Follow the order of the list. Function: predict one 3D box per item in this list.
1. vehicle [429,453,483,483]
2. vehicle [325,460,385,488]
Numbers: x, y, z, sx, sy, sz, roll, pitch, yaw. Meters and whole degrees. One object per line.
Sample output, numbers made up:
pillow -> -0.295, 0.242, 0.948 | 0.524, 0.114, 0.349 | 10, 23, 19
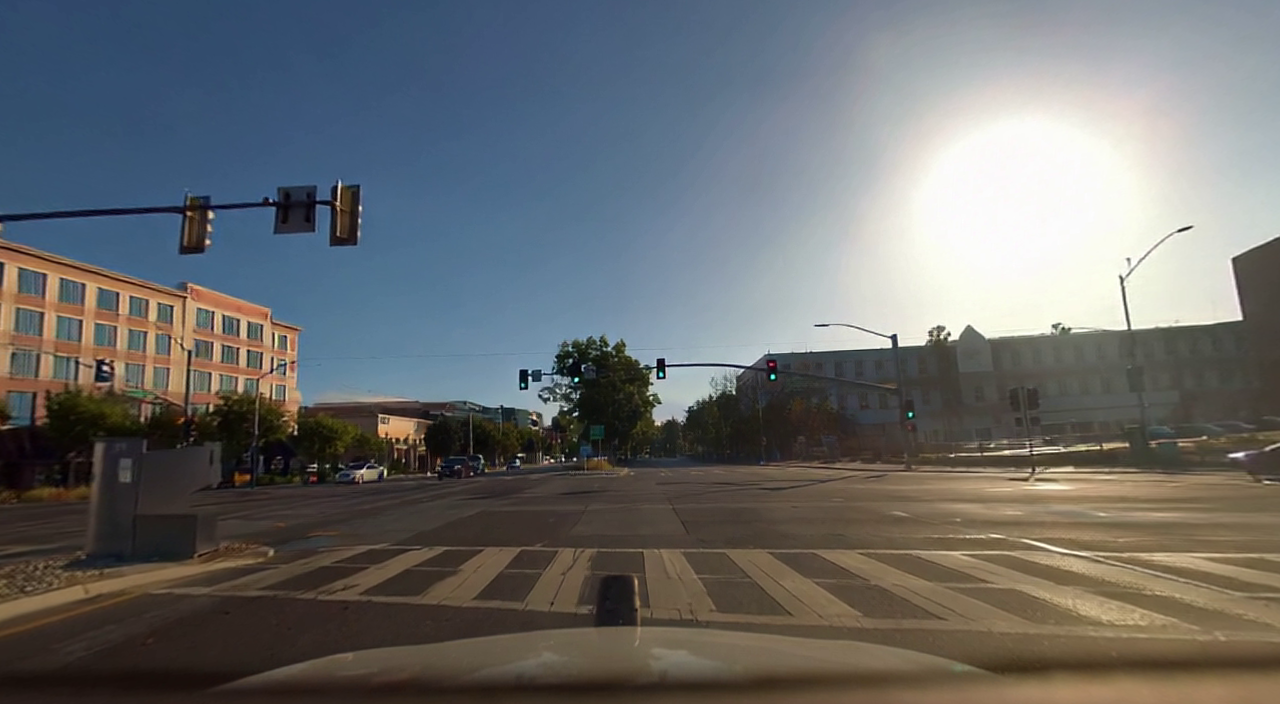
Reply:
vehicle -> -12.255, 7.705, 42.314 | 2.151, 1.847, 4.634 | 0, -9, 1
vehicle -> -18.890, 8.110, 42.119 | 1.933, 1.664, 4.255 | 0, -9, 0
